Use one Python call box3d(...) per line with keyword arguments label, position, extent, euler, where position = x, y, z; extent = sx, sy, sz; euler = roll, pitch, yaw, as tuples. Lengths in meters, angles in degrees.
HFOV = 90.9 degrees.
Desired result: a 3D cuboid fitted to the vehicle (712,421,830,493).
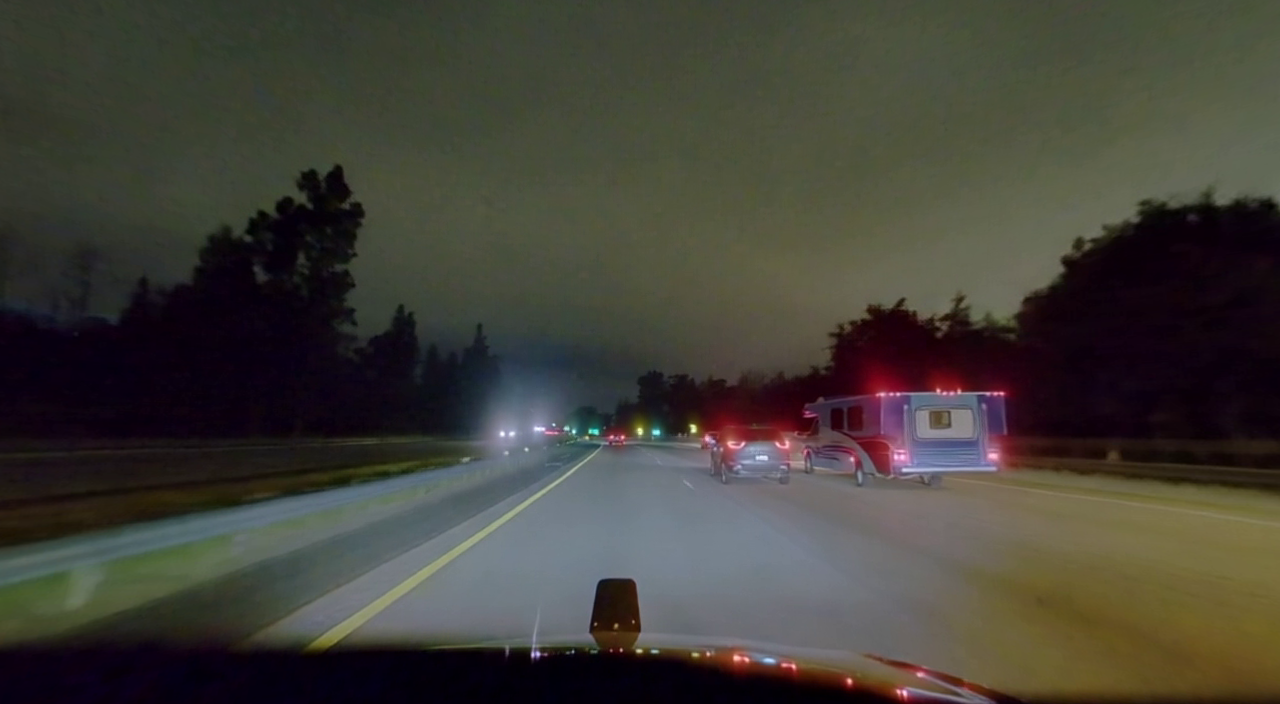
box3d(label="vehicle", position=(3.117, 2.584, 15.889), extent=(2.002, 1.569, 3.845), euler=(0, -8, -2))
